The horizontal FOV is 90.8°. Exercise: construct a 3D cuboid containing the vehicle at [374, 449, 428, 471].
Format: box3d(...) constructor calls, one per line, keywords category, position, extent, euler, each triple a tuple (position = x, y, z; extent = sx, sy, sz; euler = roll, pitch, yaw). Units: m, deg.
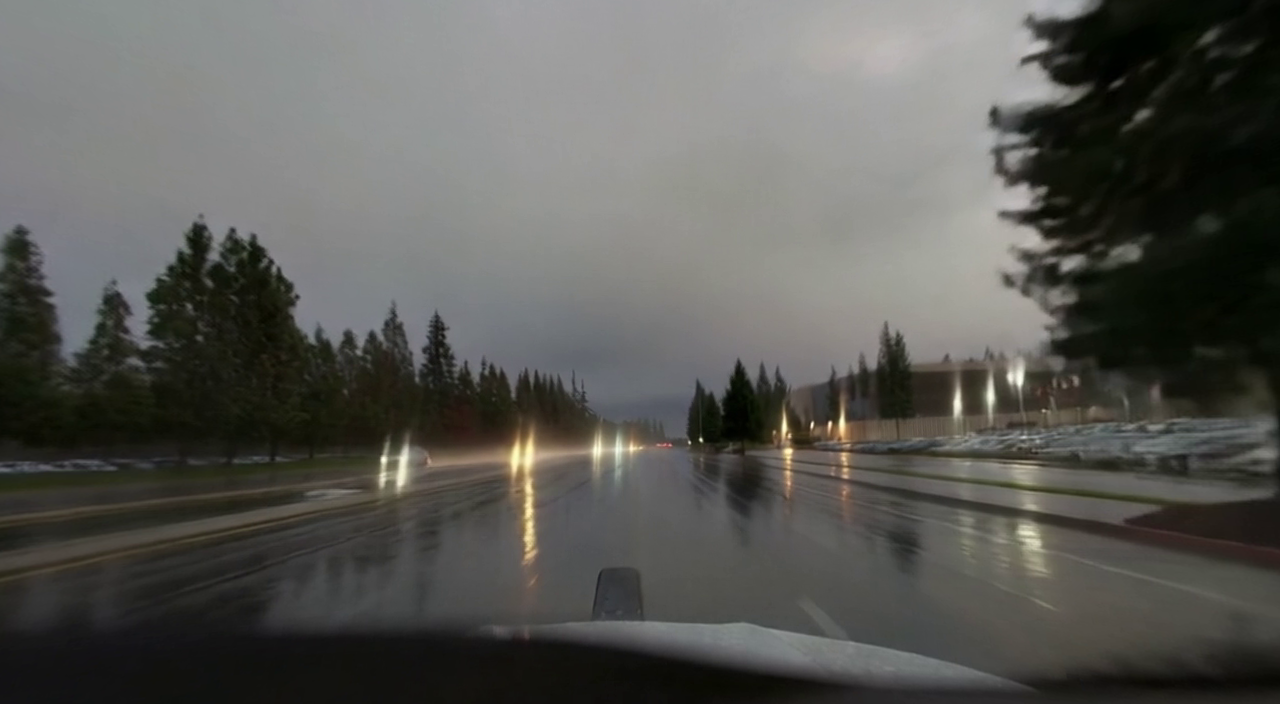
box3d(category="vehicle", position=(-17.141, 7.752, 45.565), extent=(1.907, 1.483, 4.643), euler=(0, -8, 2))
